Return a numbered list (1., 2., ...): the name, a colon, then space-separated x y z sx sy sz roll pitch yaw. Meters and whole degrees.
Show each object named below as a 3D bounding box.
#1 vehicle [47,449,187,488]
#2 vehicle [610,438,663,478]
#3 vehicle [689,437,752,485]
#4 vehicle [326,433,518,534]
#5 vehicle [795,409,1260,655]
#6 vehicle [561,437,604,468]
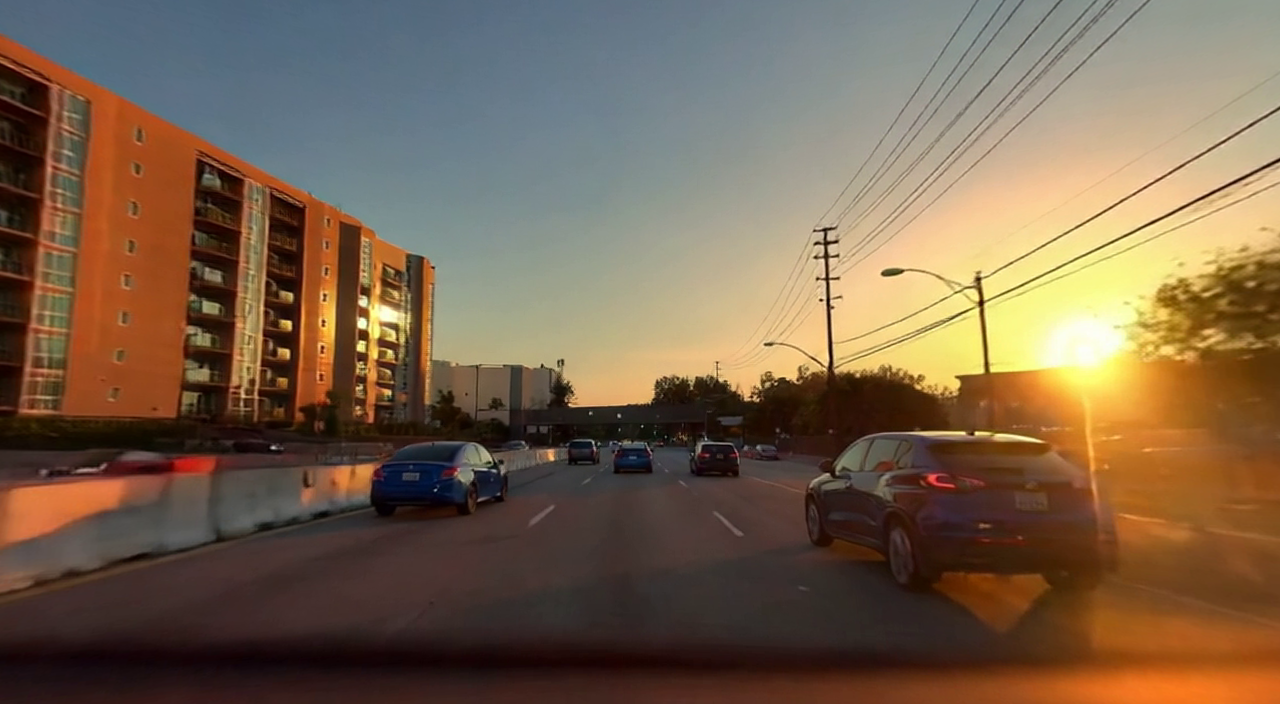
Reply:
1. vehicle: -22.030 4.871 26.901 2.053 1.472 4.526 0 -8 0
2. vehicle: -0.150 4.857 29.202 2.291 1.714 4.217 0 -8 0
3. vehicle: 3.258 4.492 26.384 2.029 1.797 4.218 0 -8 -1
4. vehicle: -3.633 2.253 11.483 1.968 1.473 4.209 0 -8 0
5. vehicle: 3.044 1.477 6.216 1.975 1.598 4.025 0 -8 0
6. vehicle: -3.573 6.357 40.117 2.190 1.832 4.417 0 -8 1
